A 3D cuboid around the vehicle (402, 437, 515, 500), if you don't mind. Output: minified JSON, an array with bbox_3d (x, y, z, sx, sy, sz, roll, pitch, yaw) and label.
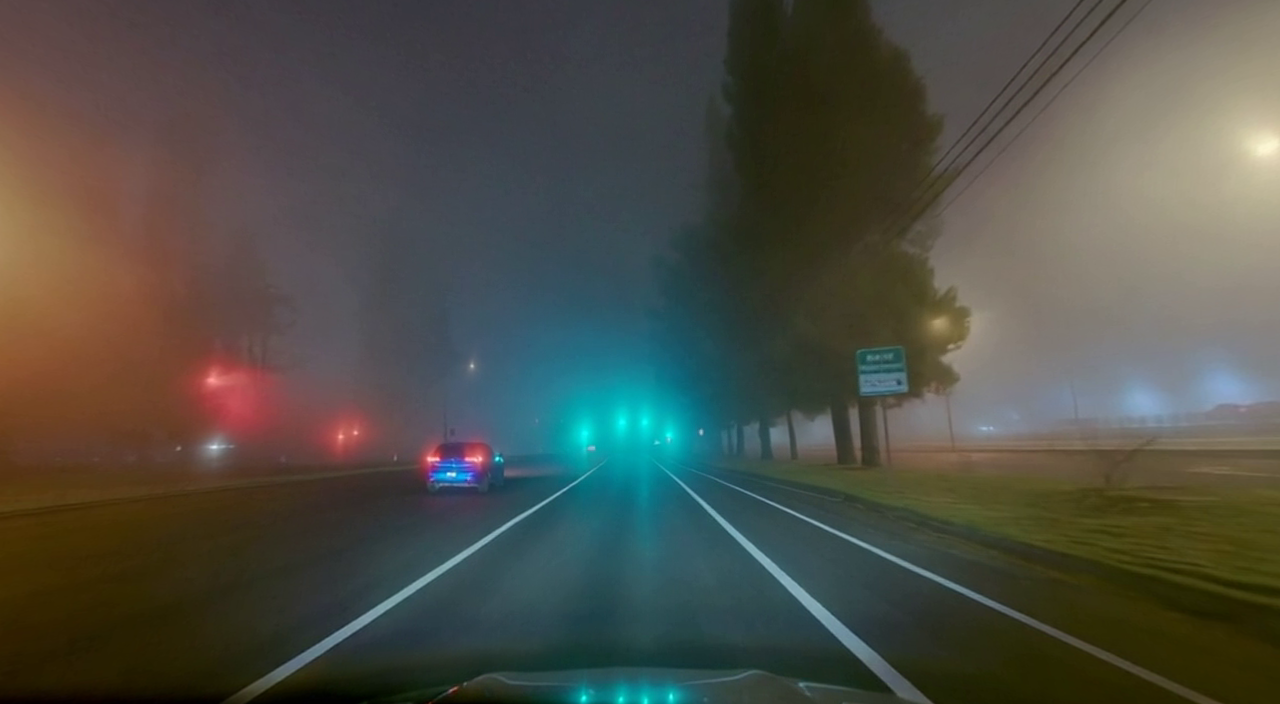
[{"bbox_3d":[-4.723,3.065,17.123,1.964,1.472,4.078,0,-8,-2],"label":"vehicle"}]

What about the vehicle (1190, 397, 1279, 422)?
[{"bbox_3d":[46.481,4.534,49.273,1.860,1.607,4.938,4,-9,-29],"label":"vehicle"}]
